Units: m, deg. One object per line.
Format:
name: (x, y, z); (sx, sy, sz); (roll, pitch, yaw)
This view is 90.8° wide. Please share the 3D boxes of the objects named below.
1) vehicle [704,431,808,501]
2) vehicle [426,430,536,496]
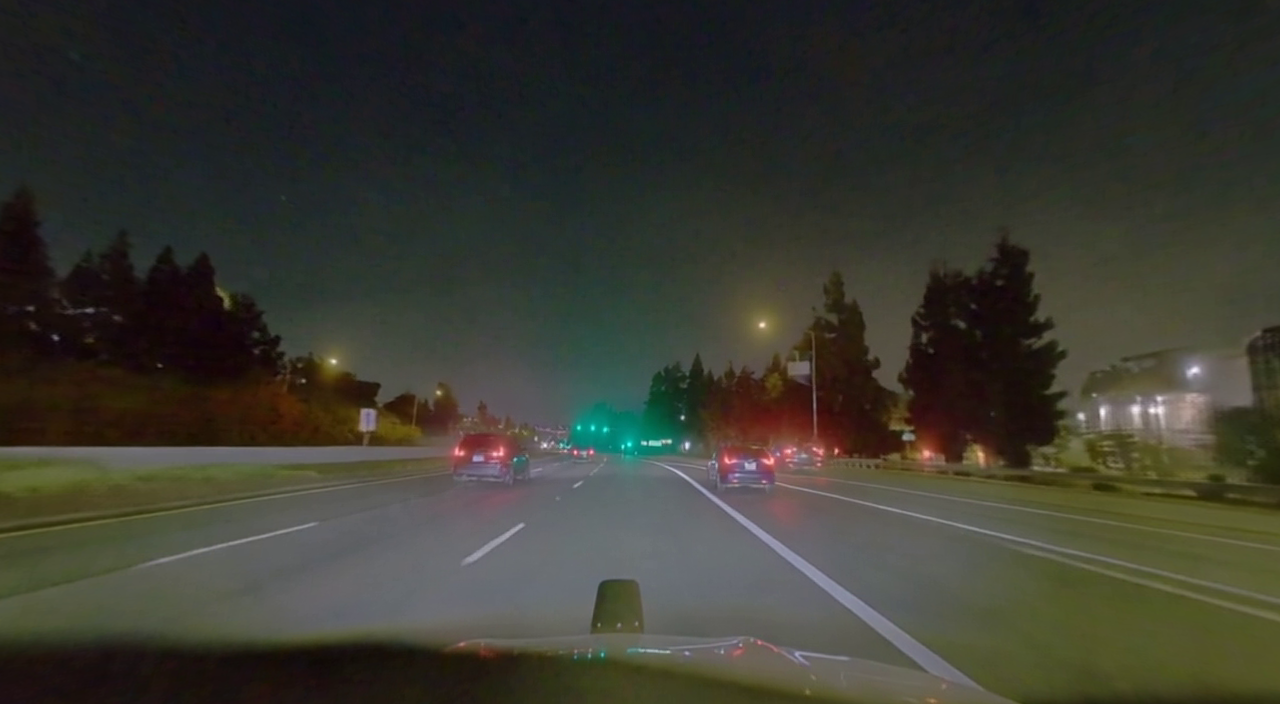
vehicle: (3.037, 3.091, 17.548); (1.997, 1.686, 4.247); (0, -8, -1)
vehicle: (-4.726, 3.369, 19.642); (2.176, 1.779, 4.755); (0, -8, 0)
